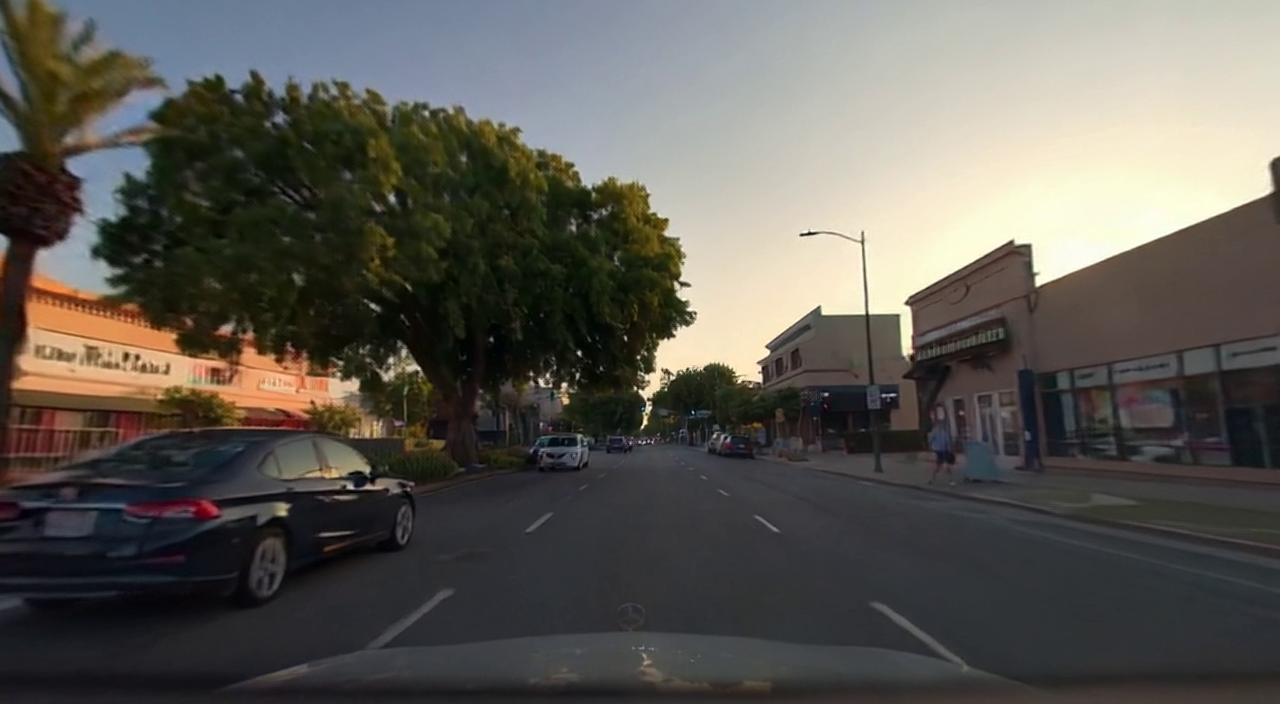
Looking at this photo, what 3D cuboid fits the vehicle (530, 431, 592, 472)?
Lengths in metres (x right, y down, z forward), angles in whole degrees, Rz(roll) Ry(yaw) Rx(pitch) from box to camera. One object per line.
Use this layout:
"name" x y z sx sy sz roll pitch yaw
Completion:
"vehicle" -3.298 4.257 27.135 2.024 1.636 4.121 0 -8 1

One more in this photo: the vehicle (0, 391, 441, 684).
"vehicle" -3.535 1.284 5.560 2.032 1.511 4.424 0 -8 1

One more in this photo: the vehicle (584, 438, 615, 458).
"vehicle" -3.092 7.470 49.239 2.044 1.462 4.624 0 -8 1
